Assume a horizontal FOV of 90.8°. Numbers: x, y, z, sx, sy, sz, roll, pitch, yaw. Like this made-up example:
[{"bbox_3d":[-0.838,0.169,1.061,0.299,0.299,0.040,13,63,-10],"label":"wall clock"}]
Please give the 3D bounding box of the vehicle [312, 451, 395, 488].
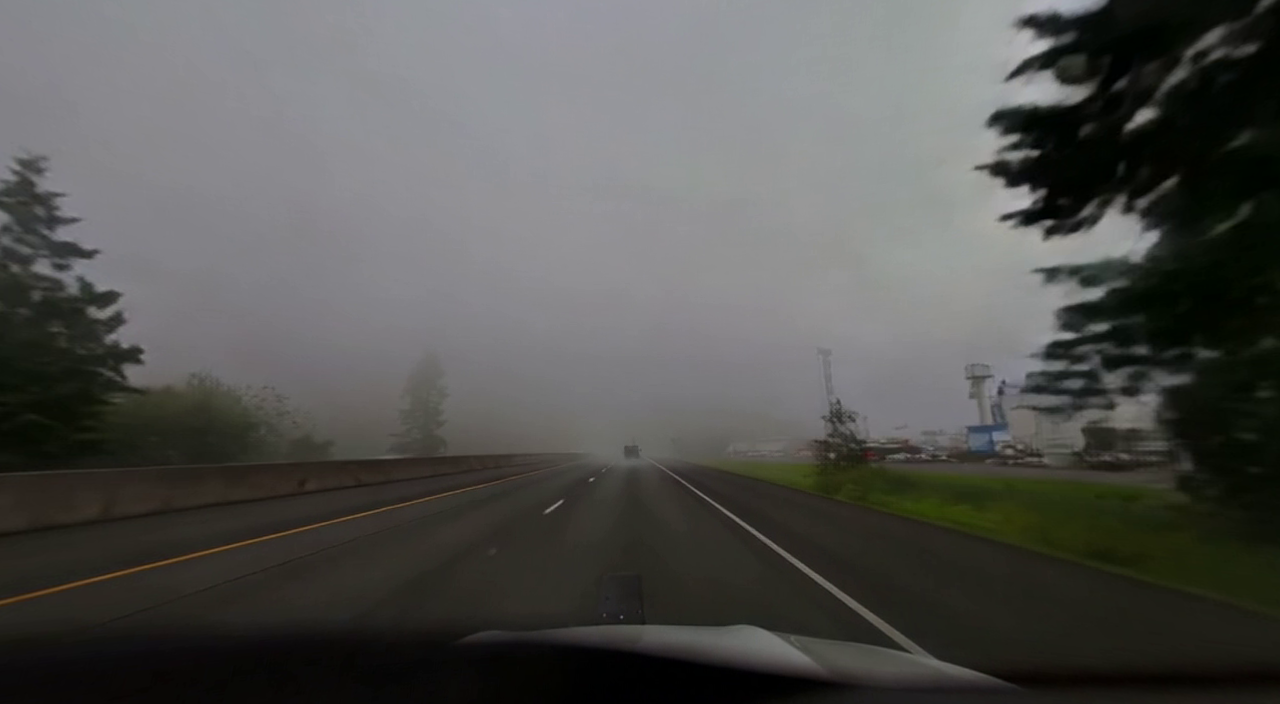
[{"bbox_3d":[-12.920,5.294,28.753,1.804,1.519,4.128,0,-9,0],"label":"vehicle"}]
